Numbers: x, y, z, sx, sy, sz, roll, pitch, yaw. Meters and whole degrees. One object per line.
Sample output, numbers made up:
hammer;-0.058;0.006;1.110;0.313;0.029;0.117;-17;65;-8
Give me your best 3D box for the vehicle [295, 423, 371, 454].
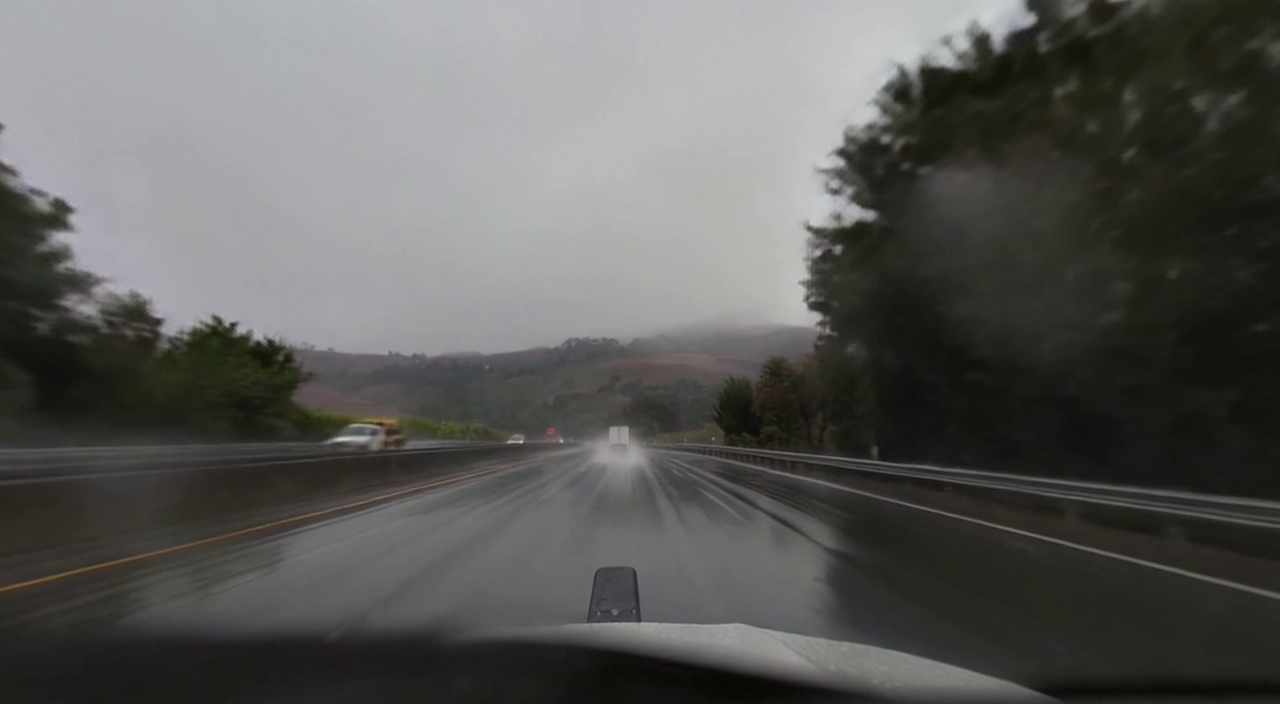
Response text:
vehicle;-16.559;4.725;34.251;1.882;1.561;4.536;0;-8;-1
